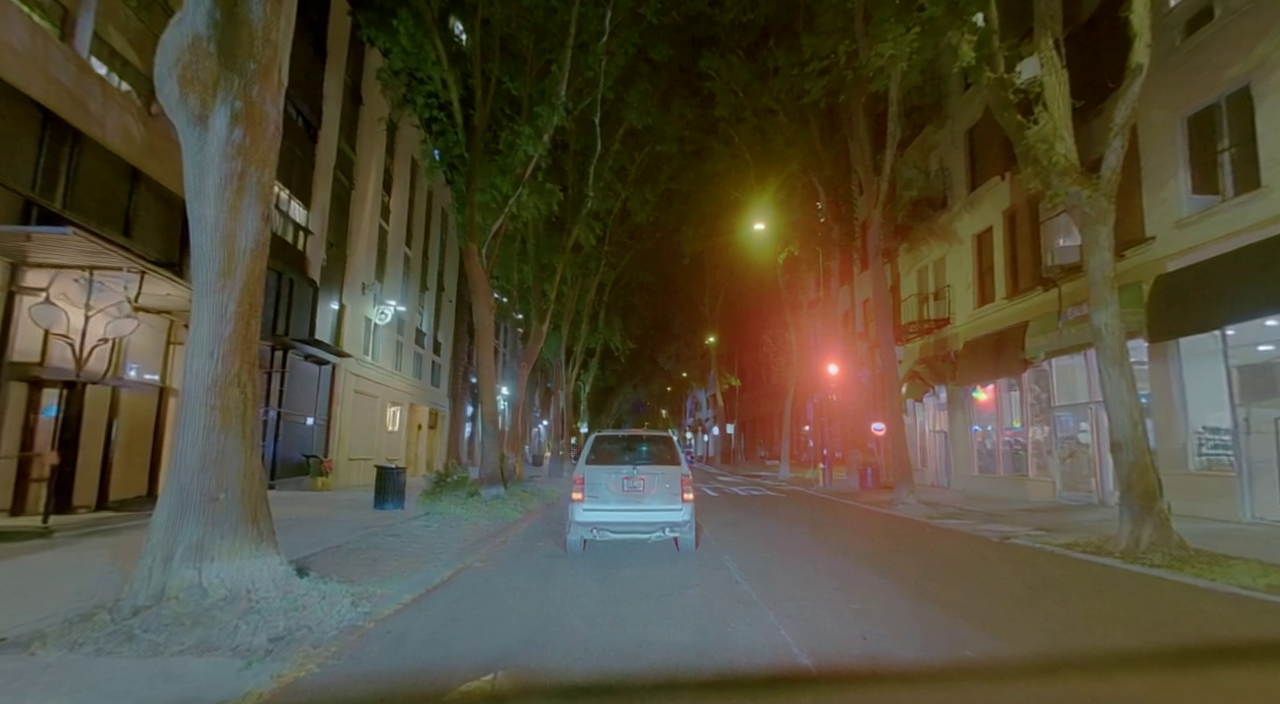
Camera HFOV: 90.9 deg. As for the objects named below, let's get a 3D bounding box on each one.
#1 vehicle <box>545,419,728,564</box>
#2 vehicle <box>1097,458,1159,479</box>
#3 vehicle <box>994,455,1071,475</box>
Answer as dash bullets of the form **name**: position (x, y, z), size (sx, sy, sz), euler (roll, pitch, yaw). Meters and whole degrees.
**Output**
- **vehicle**: position (-0.083, 1.873, 9.147), size (2.079, 1.621, 3.861), euler (0, -8, -1)
- **vehicle**: position (36.980, 8.819, 47.798), size (3.445, 1.363, 1.608), euler (2, -8, -1)
- **vehicle**: position (29.783, 8.584, 47.918), size (4.668, 1.441, 1.904), euler (1, -9, -6)
